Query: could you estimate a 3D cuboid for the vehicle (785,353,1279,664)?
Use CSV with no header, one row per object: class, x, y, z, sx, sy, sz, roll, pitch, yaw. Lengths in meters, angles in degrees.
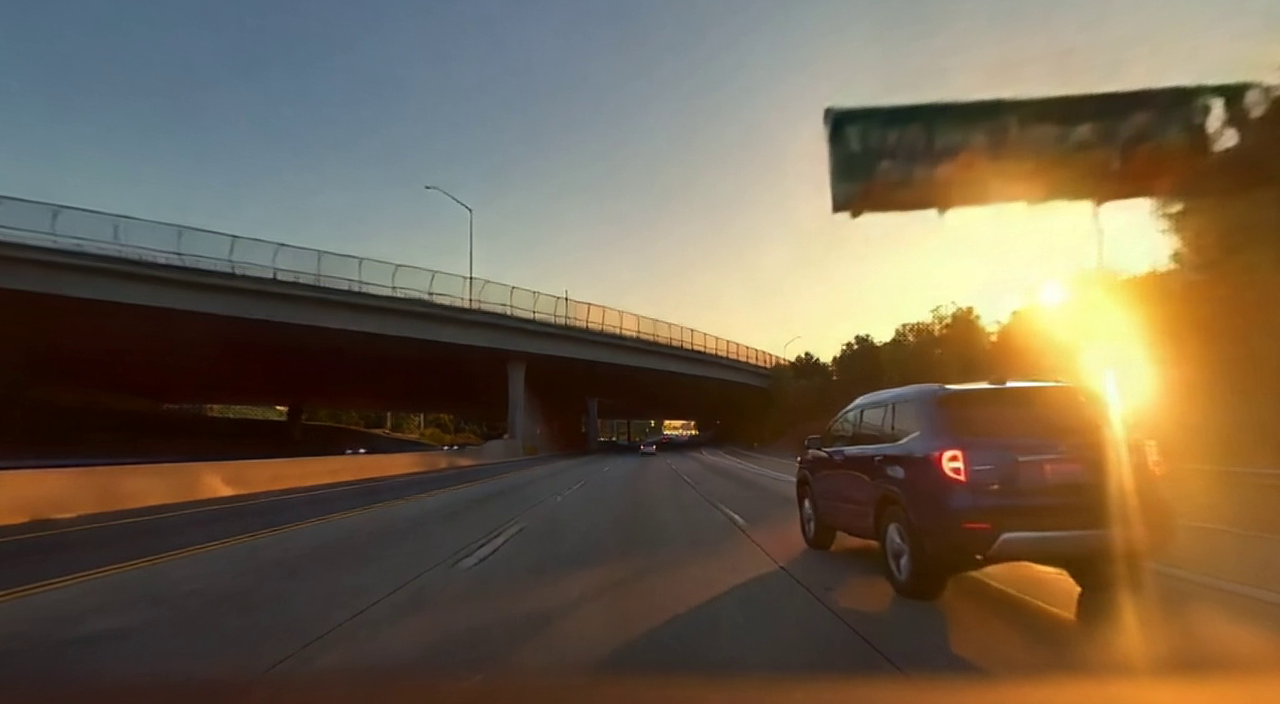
vehicle,3.221,1.304,6.479,2.155,1.918,4.945,0,-8,-2
